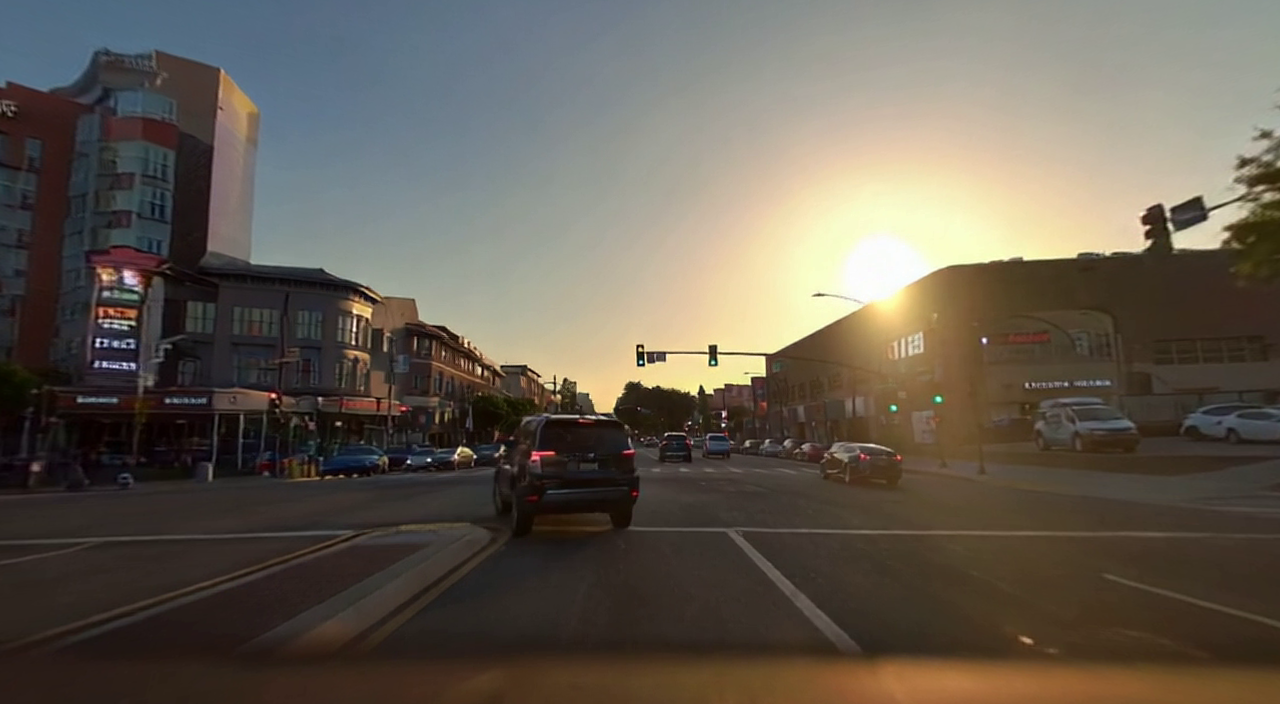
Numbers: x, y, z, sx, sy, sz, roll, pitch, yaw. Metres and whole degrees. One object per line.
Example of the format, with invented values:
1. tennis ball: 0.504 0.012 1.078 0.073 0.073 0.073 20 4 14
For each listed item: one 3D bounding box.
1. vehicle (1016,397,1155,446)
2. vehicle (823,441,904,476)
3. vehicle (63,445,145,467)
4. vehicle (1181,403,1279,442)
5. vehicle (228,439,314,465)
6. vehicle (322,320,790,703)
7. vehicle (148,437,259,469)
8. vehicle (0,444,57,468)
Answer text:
1. vehicle: 18.454 3.009 26.541 2.123 1.884 5.170 0 -8 1
2. vehicle: 9.743 4.658 27.905 1.863 1.426 4.494 0 -8 -1
3. vehicle: -36.384 7.076 42.837 4.054 1.382 1.564 1 -9 0
4. vehicle: 24.287 2.872 25.780 1.422 1.496 3.318 1 -6 1
5. vehicle: -23.231 6.279 39.746 4.286 1.210 1.877 3 -3 4
6. vehicle: -0.477 1.159 5.630 2.242 1.812 4.993 -3 -9 -1
7. vehicle: -23.882 5.569 34.635 4.511 1.670 2.082 0 -9 0
8. vehicle: -42.863 7.013 42.731 4.671 1.547 1.907 0 -8 -1
